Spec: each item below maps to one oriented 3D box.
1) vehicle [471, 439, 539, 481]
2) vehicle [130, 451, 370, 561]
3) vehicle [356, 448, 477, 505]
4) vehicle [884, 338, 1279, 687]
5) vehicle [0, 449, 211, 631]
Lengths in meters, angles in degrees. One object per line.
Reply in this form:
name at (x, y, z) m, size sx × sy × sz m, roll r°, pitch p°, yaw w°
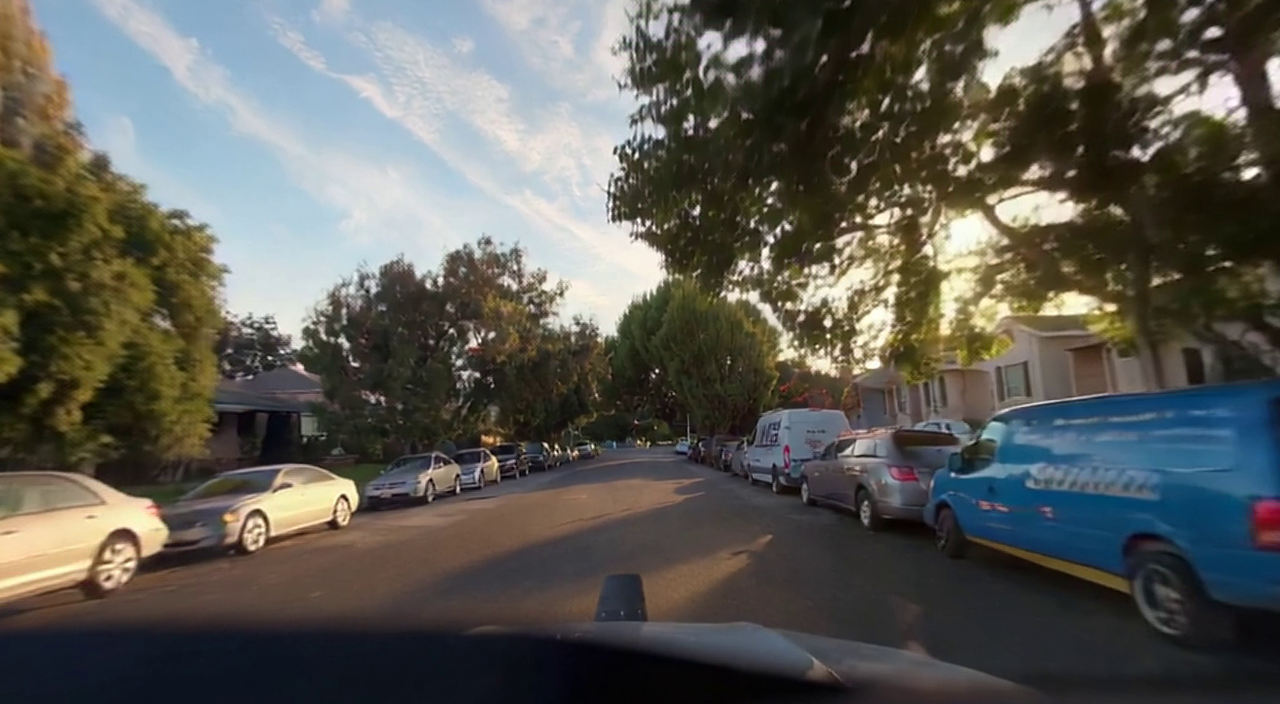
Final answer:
vehicle at (-6.515, 5.269, 31.226) m, size 2.162 × 1.846 × 5.426 m, roll -1°, pitch -8°, yaw 0°
vehicle at (-6.623, 2.578, 11.451) m, size 1.731 × 1.423 × 4.504 m, roll -2°, pitch -8°, yaw -4°
vehicle at (-6.560, 3.671, 19.225) m, size 1.869 × 1.467 × 4.921 m, roll -1°, pitch -8°, yaw 0°
vehicle at (4.506, 1.251, 6.044) m, size 2.072 × 1.883 × 5.576 m, roll 0°, pitch -8°, yaw 0°
vehicle at (-6.353, 1.667, 5.487) m, size 1.840 × 1.476 × 4.739 m, roll -2°, pitch -8°, yaw 2°
